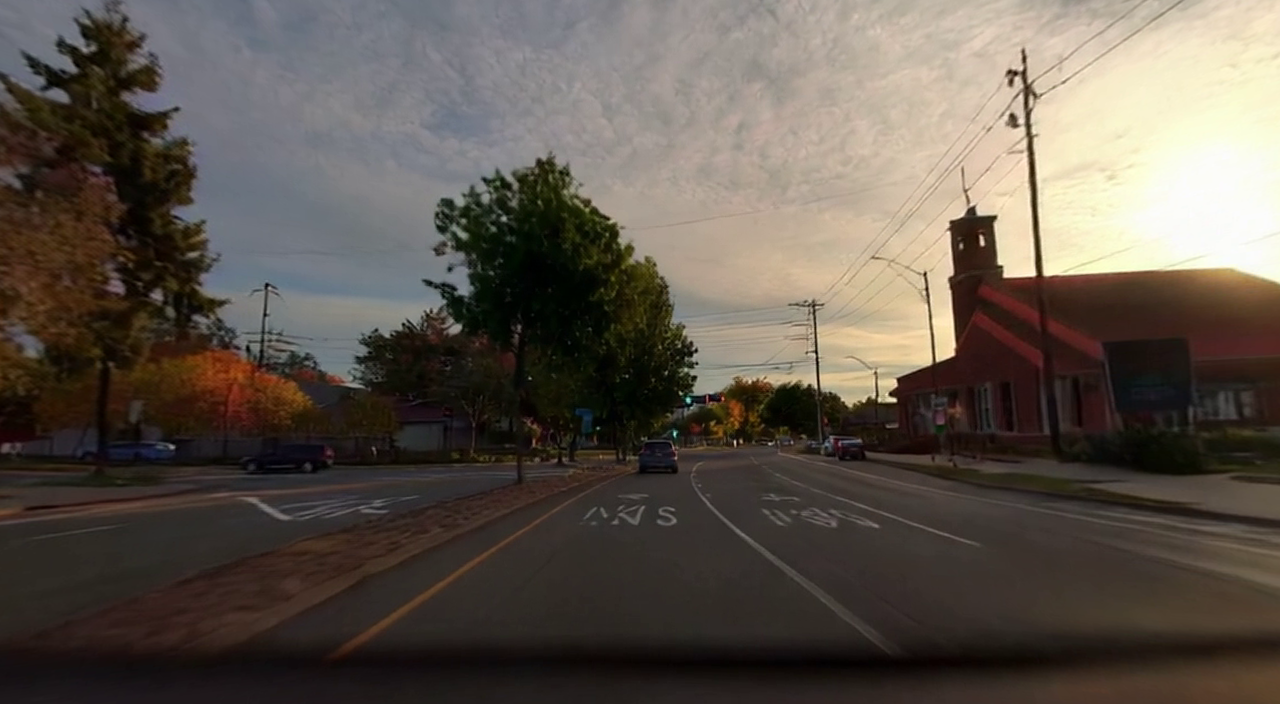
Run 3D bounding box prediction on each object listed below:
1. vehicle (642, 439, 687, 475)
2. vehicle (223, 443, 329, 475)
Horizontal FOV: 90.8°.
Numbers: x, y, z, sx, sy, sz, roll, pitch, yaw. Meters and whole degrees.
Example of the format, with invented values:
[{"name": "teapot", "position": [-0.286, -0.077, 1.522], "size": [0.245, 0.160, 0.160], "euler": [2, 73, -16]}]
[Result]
[{"name": "vehicle", "position": [1.247, 5.036, 30.490], "size": [2.032, 1.621, 4.082], "euler": [-1, -8, 4]}, {"name": "vehicle", "position": [-18.331, 5.374, 31.935], "size": [4.430, 1.493, 2.210], "euler": [5, -10, -31]}]
